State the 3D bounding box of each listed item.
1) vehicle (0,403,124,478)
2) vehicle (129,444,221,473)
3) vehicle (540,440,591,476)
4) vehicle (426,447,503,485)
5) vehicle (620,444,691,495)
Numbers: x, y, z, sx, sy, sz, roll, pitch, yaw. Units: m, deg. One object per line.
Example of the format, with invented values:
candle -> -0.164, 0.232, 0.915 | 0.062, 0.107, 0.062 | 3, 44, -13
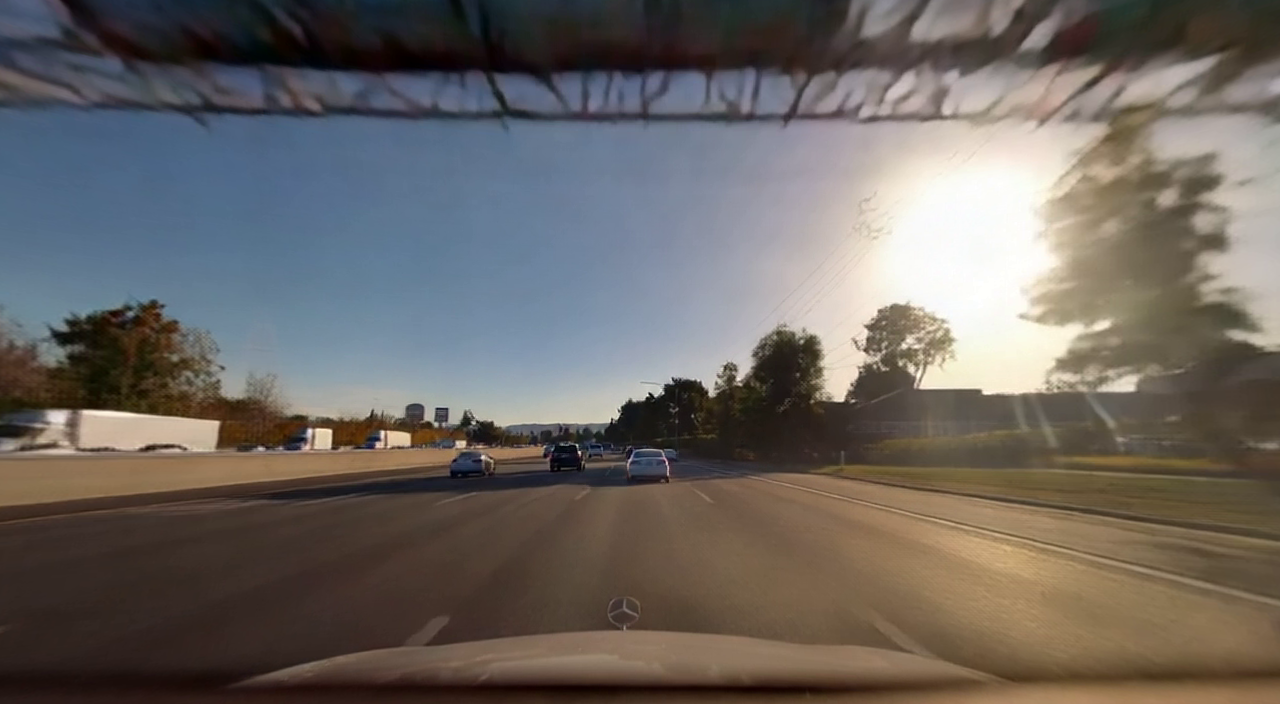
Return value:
vehicle -> -34.585, 5.148, 36.578 | 2.978, 3.905, 7.816 | 1, -8, -4
vehicle -> -26.631, 6.099, 36.311 | 2.079, 1.561, 4.381 | 0, -8, -3
vehicle -> -3.908, 5.651, 33.799 | 2.289, 1.777, 4.534 | 0, -8, -2
vehicle -> -7.321, 4.776, 26.823 | 1.974, 1.464, 4.733 | 0, -8, -1
vehicle -> 0.393, 3.740, 20.563 | 2.082, 1.482, 4.126 | 0, -8, -2
